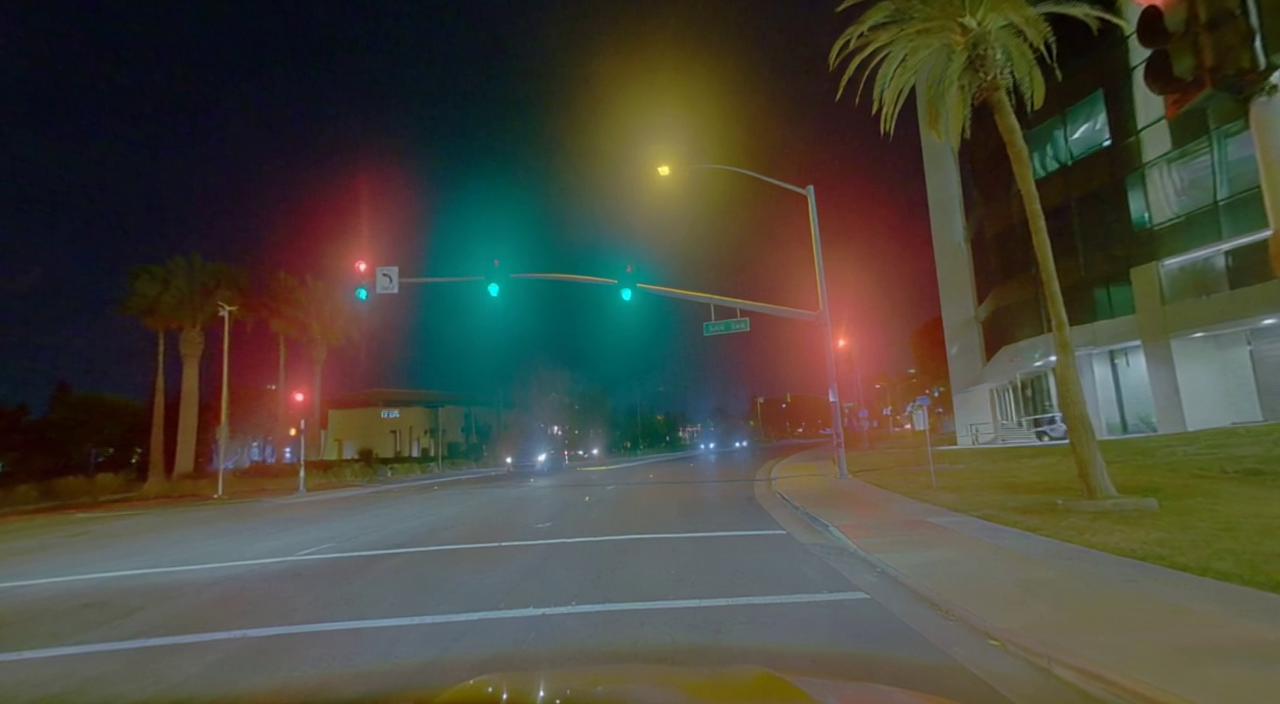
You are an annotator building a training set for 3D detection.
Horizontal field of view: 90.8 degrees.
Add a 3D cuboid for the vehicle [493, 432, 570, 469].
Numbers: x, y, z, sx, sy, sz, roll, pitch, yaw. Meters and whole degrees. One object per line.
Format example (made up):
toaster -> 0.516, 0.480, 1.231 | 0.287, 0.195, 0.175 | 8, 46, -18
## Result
vehicle -> -5.669, 5.231, 33.632 | 2.181, 1.792, 4.648 | -3, -9, 16
